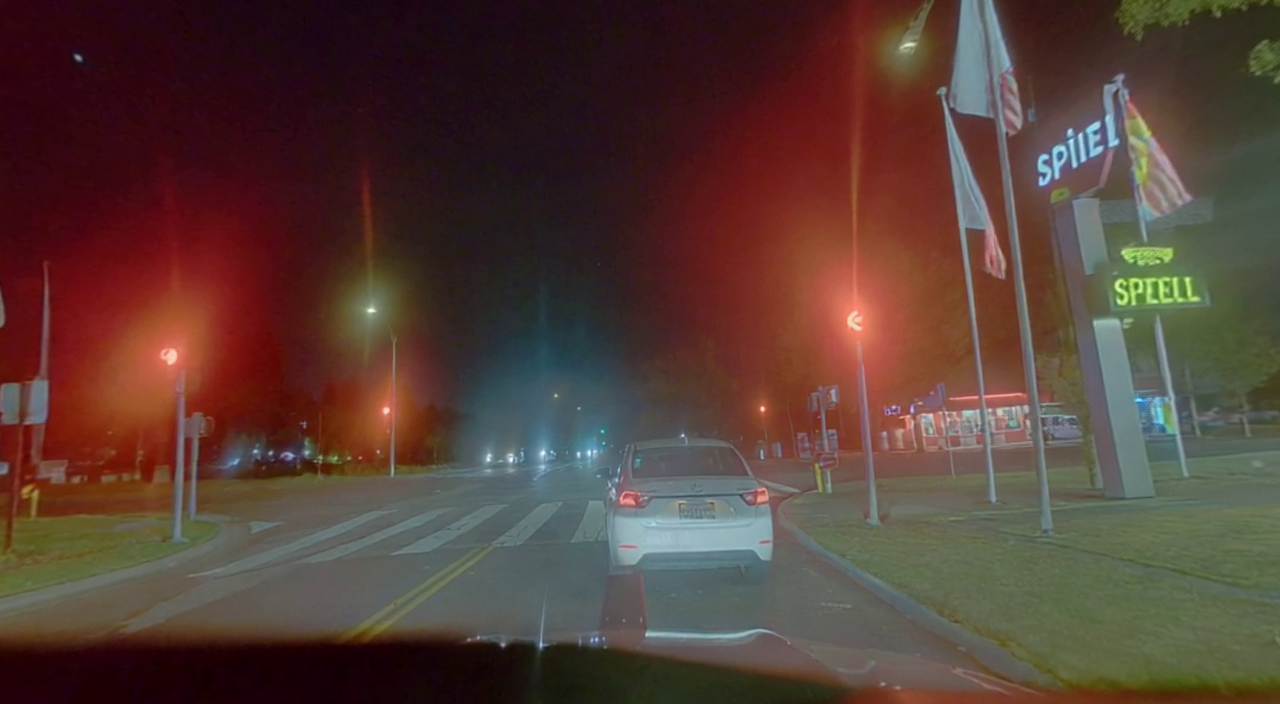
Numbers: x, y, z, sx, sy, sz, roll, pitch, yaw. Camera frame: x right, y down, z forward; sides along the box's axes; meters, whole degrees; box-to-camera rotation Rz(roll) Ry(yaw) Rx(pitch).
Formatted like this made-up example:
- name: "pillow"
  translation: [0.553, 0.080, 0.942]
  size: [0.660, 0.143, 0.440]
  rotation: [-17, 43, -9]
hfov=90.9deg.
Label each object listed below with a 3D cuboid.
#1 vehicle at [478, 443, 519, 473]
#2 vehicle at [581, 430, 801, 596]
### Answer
- name: "vehicle"
  translation: [-9.991, 7.485, 44.724]
  size: [2.212, 1.948, 4.537]
  rotation: [0, -9, -5]
- name: "vehicle"
  translation: [0.380, 1.734, 7.571]
  size: [1.985, 1.463, 3.647]
  rotation: [0, -9, -3]
